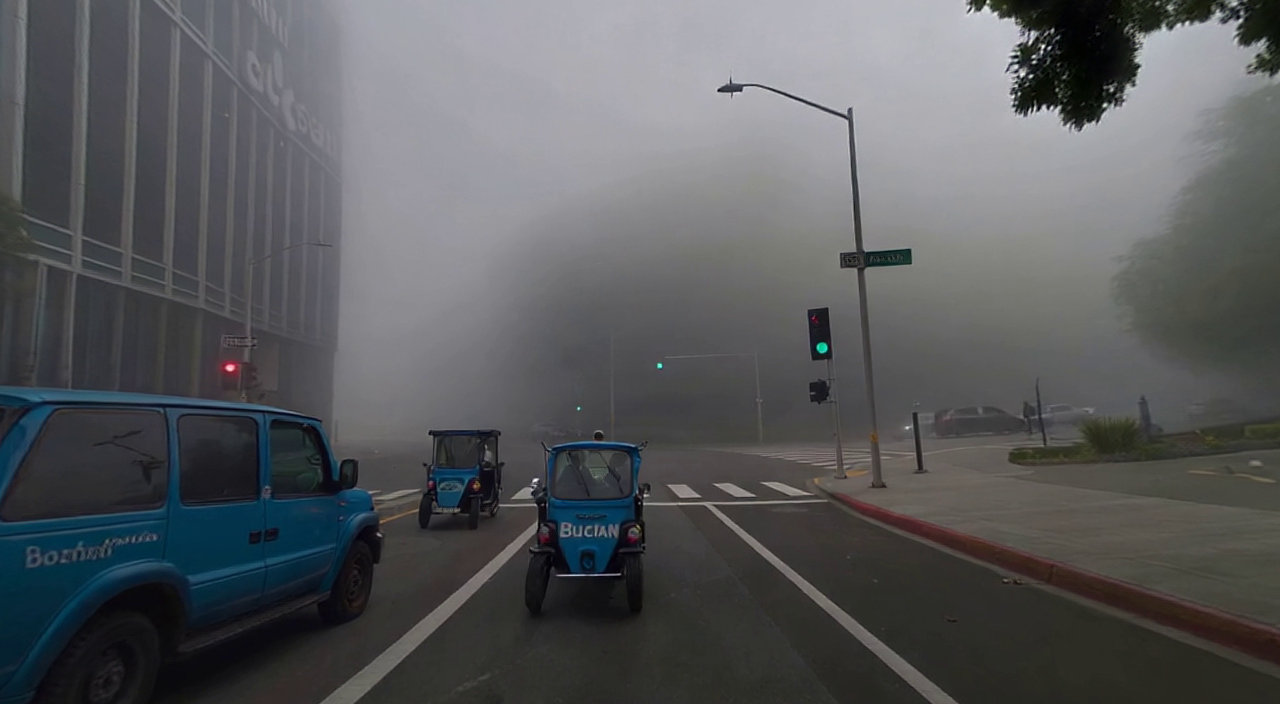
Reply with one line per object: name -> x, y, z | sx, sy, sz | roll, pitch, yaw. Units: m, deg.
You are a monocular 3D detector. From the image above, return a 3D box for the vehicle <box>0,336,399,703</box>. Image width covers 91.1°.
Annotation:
vehicle -> -3.606, 1.131, 4.447 | 2.000, 1.809, 4.405 | 0, -8, 0

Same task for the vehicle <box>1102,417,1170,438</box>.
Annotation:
vehicle -> 36.764, 5.603, 46.560 | 1.625, 1.449, 3.557 | 6, -11, -38

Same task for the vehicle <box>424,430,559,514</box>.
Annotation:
vehicle -> -3.179, 2.660, 14.374 | 1.935, 1.615, 4.073 | -1, -8, 2

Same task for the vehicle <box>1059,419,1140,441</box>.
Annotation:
vehicle -> 30.737, 5.269, 42.088 | 1.751, 1.420, 4.027 | 8, -12, -43

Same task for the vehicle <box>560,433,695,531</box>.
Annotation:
vehicle -> -0.162, 2.258, 11.524 | 2.025, 1.458, 4.085 | 0, -8, 1
